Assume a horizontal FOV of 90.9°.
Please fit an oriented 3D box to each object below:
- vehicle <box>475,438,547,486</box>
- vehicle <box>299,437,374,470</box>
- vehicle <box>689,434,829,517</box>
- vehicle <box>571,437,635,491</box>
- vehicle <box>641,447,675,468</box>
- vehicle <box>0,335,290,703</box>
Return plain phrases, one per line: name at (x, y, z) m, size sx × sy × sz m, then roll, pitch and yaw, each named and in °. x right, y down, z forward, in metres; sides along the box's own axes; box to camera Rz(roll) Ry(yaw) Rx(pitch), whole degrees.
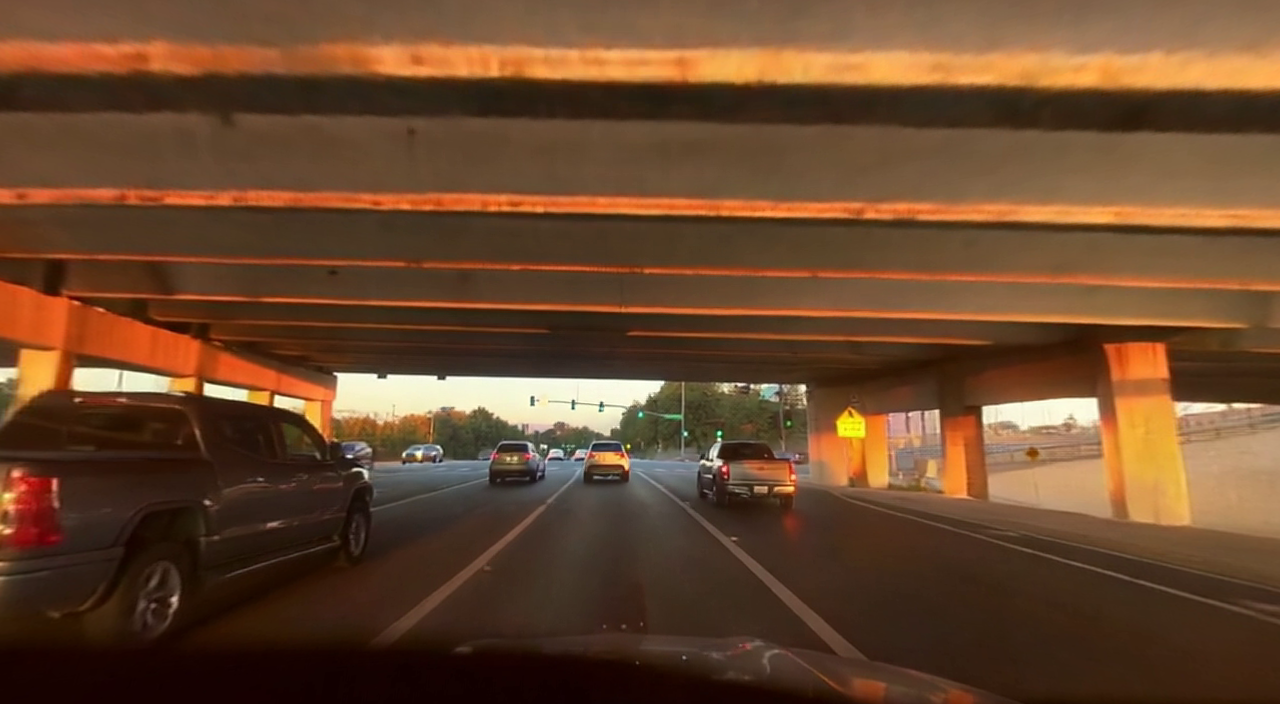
vehicle at (-4.978, 4.293, 24.947) m, size 2.127 × 1.720 × 4.064 m, roll 0°, pitch -8°, yaw -2°
vehicle at (-17.258, 5.776, 36.133) m, size 2.013 × 1.744 × 5.015 m, roll 1°, pitch -8°, yaw -4°
vehicle at (2.735, 3.005, 16.061) m, size 2.234 × 1.720 × 5.378 m, roll 1°, pitch -8°, yaw -3°
vehicle at (-1.287, 3.958, 22.558) m, size 2.097 × 1.748 × 3.794 m, roll 0°, pitch -8°, yaw -2°
vehicle at (1.277, 7.688, 46.199) m, size 2.026 × 1.457 × 3.969 m, roll 1°, pitch -8°, yaw -6°
vehicle at (-4.087, 0.853, 3.121) m, size 2.074 × 1.814 × 4.596 m, roll 0°, pitch -8°, yaw -1°
